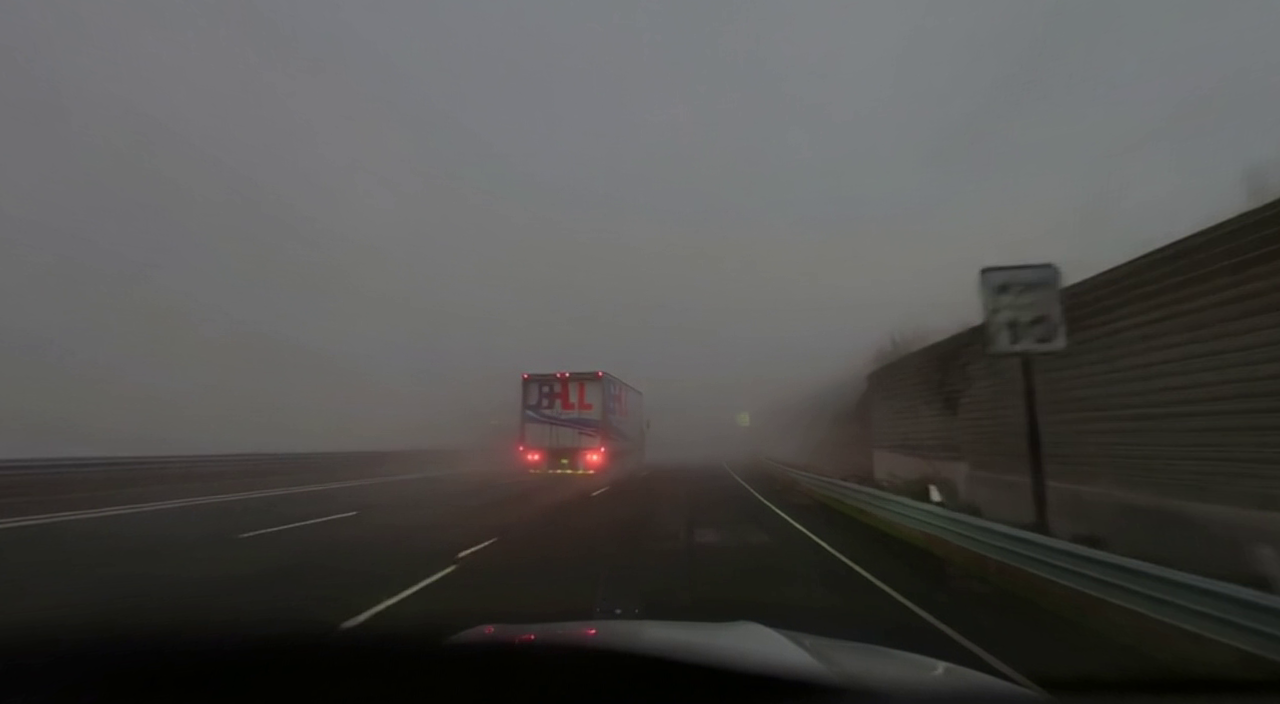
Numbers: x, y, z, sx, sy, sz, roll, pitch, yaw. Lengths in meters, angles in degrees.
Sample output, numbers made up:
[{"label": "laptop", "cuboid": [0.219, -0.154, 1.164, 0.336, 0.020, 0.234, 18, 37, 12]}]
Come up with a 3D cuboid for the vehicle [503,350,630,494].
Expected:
[{"label": "vehicle", "cuboid": [-2.222, 2.577, 22.772, 2.796, 4.184, 8.554, 0, -8, 5]}]
